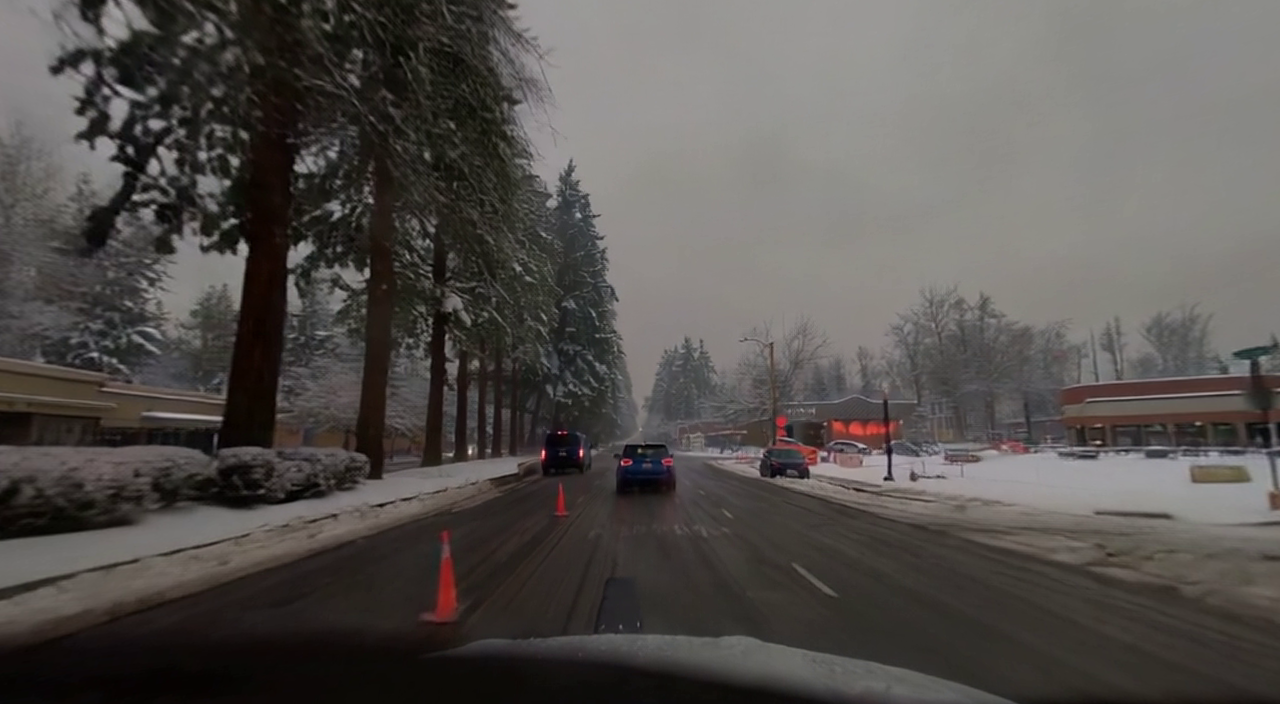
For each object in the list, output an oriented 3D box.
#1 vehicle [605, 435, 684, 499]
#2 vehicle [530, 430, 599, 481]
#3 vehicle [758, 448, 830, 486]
[{"bbox_3d":[0.090,3.485,19.525,2.168,1.725,4.192,0,-9,-1],"label":"vehicle"},{"bbox_3d":[-3.256,4.649,28.599,2.357,2.063,5.488,0,-9,1],"label":"vehicle"},{"bbox_3d":[6.842,5.145,28.536,2.076,1.535,4.460,1,-9,-1],"label":"vehicle"}]
